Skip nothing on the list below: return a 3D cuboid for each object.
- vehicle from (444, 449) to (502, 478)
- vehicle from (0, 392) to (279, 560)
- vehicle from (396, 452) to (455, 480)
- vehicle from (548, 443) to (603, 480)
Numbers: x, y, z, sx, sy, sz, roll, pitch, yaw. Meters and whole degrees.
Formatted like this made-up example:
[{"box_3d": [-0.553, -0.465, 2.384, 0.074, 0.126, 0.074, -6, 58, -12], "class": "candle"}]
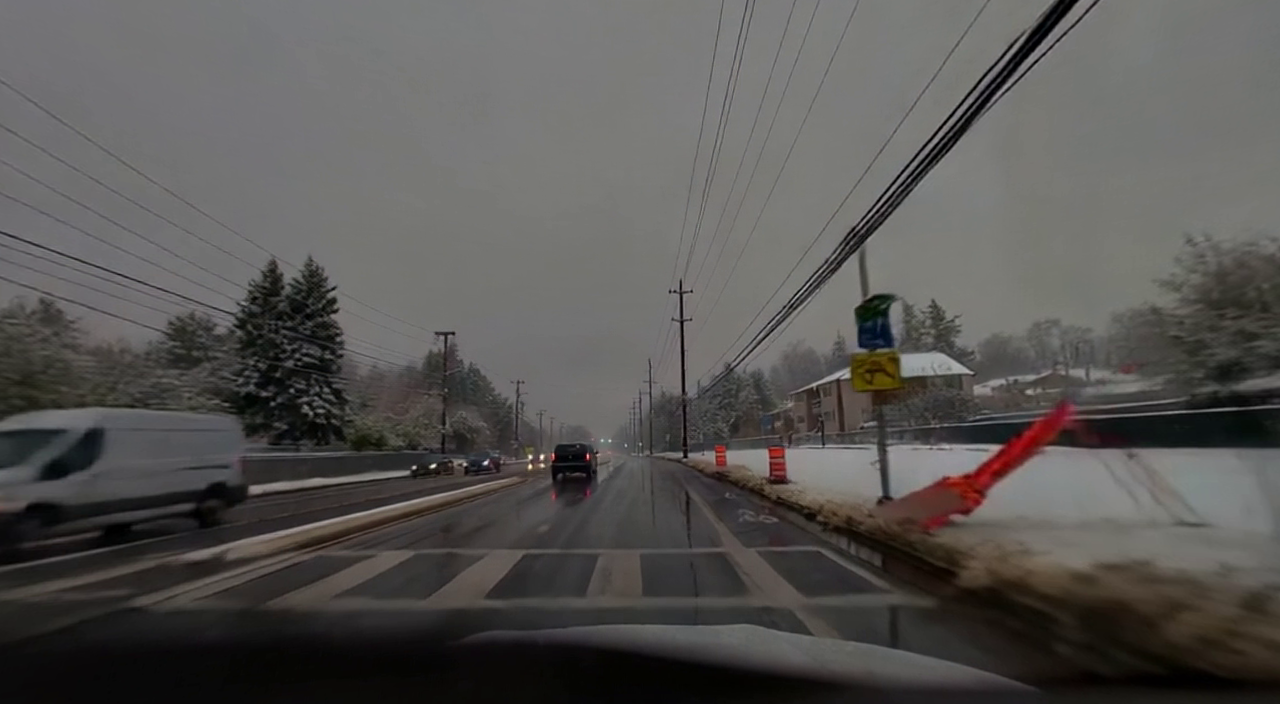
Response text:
[{"box_3d": [-9.406, 6.273, 35.766, 2.007, 1.520, 4.466, 0, -9, 1], "class": "vehicle"}, {"box_3d": [-9.844, 2.228, 12.101, 2.377, 2.439, 5.510, 0, -9, 1], "class": "vehicle"}, {"box_3d": [-12.826, 6.828, 37.936, 1.923, 1.512, 4.468, 0, -9, 0], "class": "vehicle"}, {"box_3d": [-2.826, 4.902, 28.535, 1.992, 1.515, 4.289, 0, -9, 1], "class": "vehicle"}]
